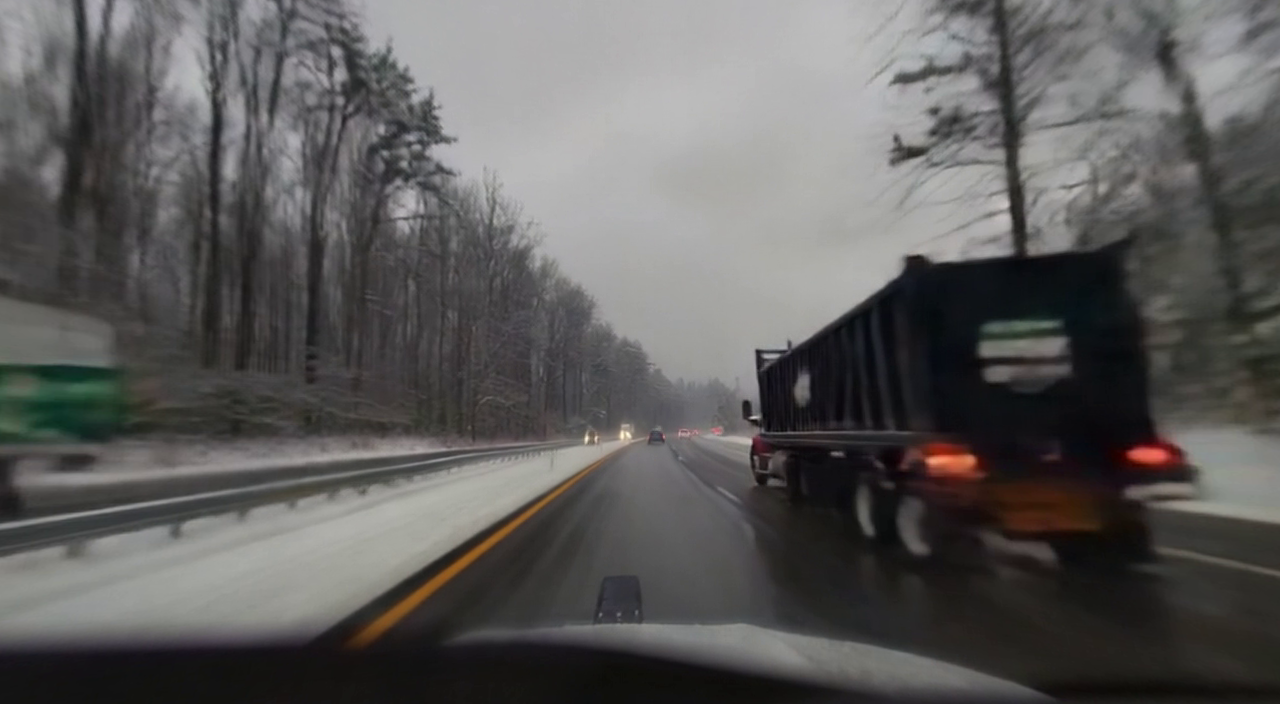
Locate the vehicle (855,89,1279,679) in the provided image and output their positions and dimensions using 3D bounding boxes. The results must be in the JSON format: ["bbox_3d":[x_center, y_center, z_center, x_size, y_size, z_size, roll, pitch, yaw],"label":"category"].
[{"bbox_3d":[4.338,0.406,6.038,2.749,3.357,4.979,0,-8,1],"label":"vehicle"}]
